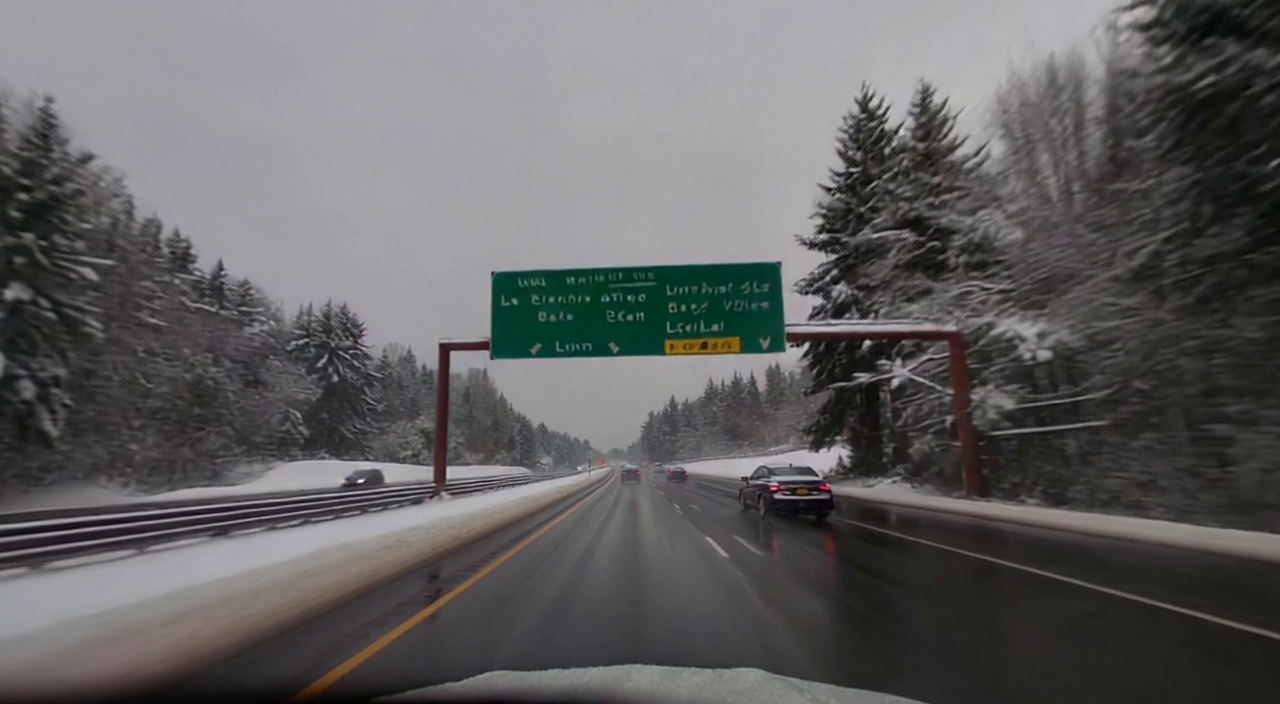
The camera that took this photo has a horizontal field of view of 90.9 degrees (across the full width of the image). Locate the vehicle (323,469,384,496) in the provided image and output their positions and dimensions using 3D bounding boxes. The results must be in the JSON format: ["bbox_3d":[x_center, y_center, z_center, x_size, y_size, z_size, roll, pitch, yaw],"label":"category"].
[{"bbox_3d":[-17.359,7.907,38.393,1.812,1.497,4.038,1,-11,-1],"label":"vehicle"}]

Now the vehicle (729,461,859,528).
[{"bbox_3d":[3.744,3.613,16.384,2.018,1.426,4.941,1,-11,-2],"label":"vehicle"}]

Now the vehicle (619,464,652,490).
[{"bbox_3d":[-0.305,7.823,39.513,1.980,1.483,3.865,1,-11,-1],"label":"vehicle"}]
